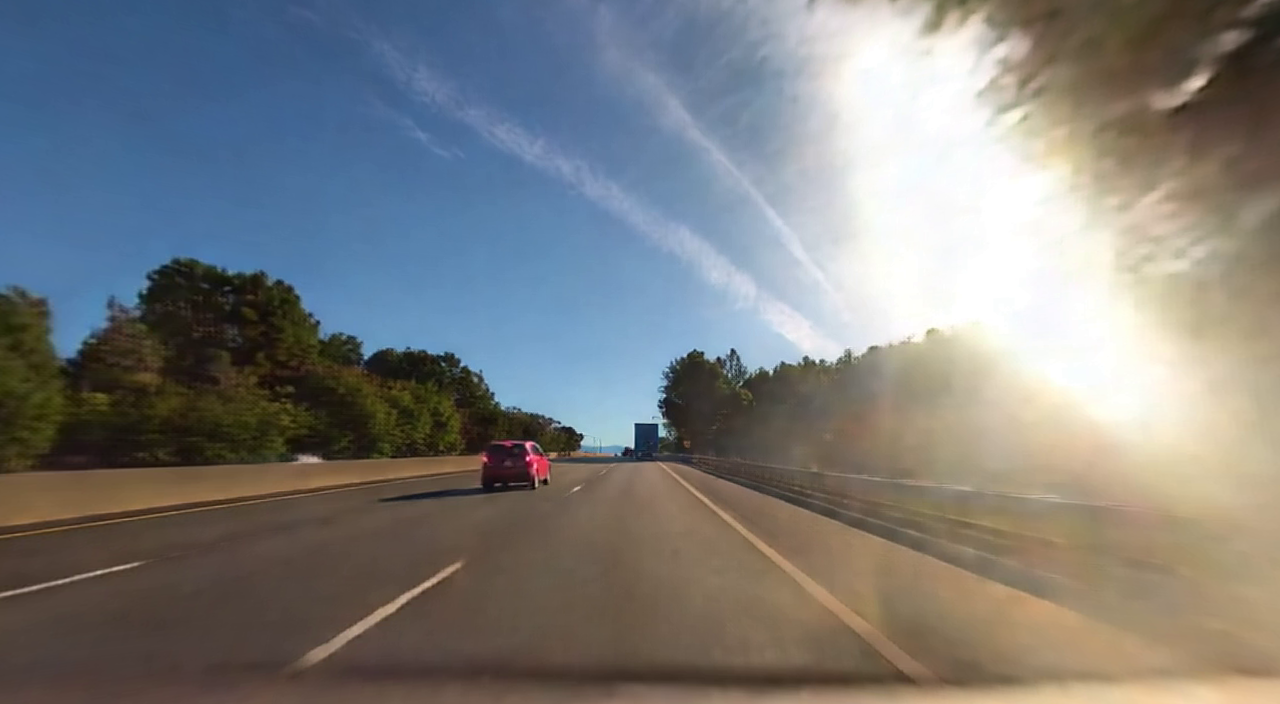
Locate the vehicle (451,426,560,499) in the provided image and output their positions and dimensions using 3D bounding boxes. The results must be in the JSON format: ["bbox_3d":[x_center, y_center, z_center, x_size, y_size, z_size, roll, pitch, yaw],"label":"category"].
[{"bbox_3d":[-3.897,3.336,19.367,2.124,1.888,5.226,0,-9,1],"label":"vehicle"}]

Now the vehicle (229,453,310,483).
[{"bbox_3d":[-20.164,6.319,34.556,1.810,1.467,4.286,-1,-9,0],"label":"vehicle"}]
